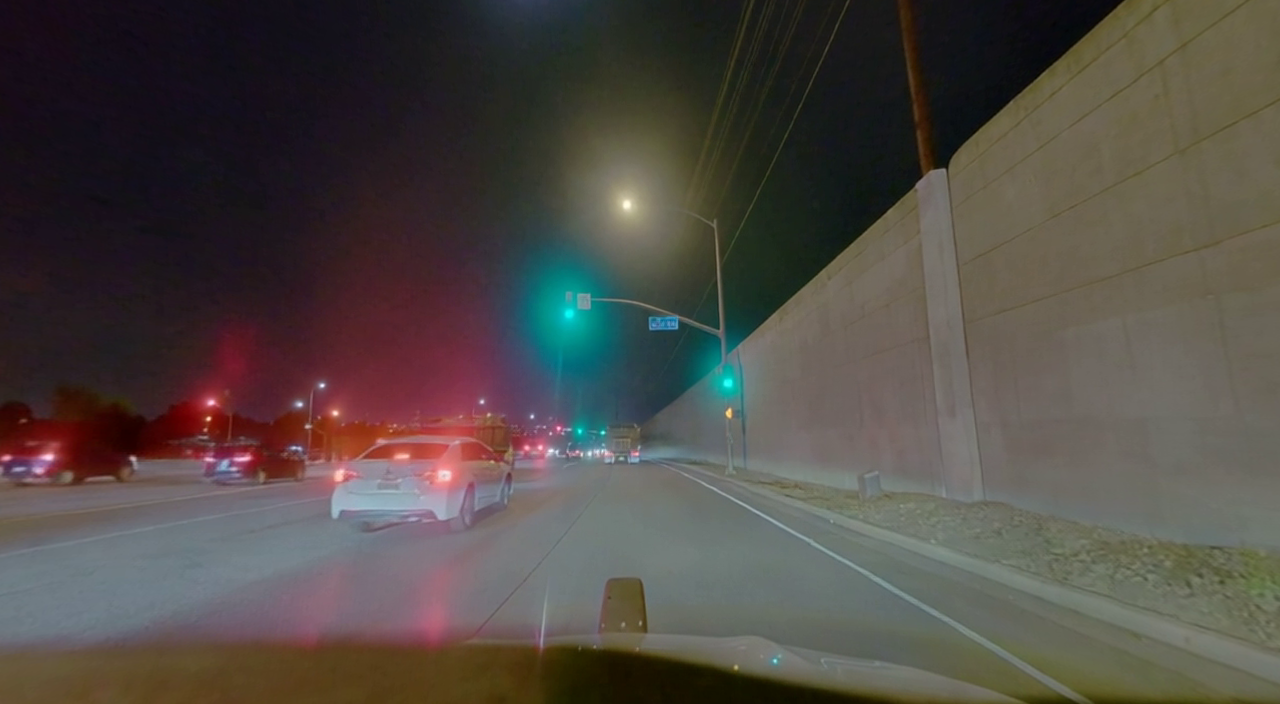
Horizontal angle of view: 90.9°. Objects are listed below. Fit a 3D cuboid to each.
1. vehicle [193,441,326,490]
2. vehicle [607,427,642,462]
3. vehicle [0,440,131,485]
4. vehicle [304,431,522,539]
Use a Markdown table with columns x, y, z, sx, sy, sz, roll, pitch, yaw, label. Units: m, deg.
| x | y | z | sx | sy | sz | roll | pitch | yaw | label |
| --- | --- | --- | --- | --- | --- | --- | --- | --- | --- |
| -12.879 | 3.831 | 21.709 | 1.905 | 1.492 | 4.151 | -1 | -8 | 2 | vehicle |
| -1.143 | 6.656 | 45.274 | 2.355 | 2.305 | 5.336 | 0 | -8 | -2 | vehicle |
| -24.122 | 4.539 | 26.284 | 1.891 | 1.696 | 4.613 | 0 | -8 | 1 | vehicle |
| -3.624 | 2.214 | 11.288 | 2.019 | 1.480 | 4.966 | 0 | -8 | 1 | vehicle |
